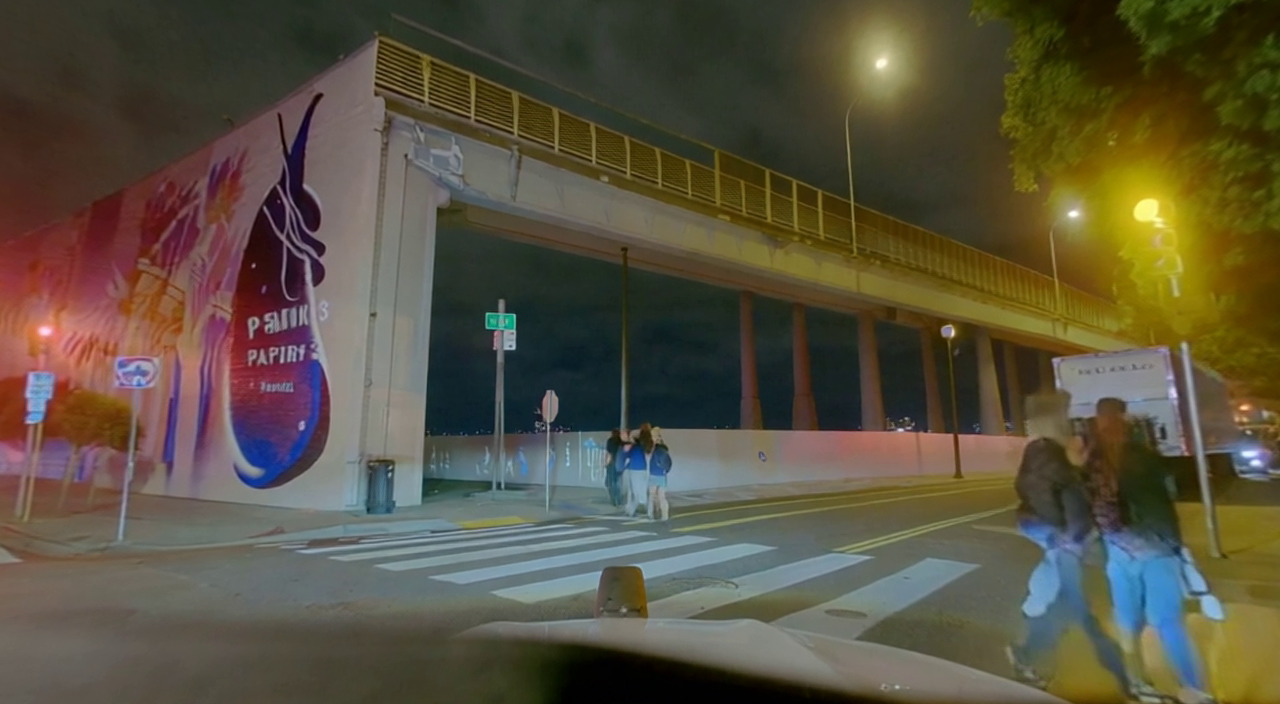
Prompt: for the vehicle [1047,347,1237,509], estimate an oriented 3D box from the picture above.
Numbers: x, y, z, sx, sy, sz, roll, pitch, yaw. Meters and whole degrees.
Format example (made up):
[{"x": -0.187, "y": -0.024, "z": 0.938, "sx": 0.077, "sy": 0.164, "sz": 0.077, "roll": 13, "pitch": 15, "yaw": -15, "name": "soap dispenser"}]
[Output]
[{"x": 15.799, "y": 2.419, "z": 19.399, "sx": 9.347, "sy": 3.893, "sz": 2.849, "roll": 7, "pitch": -11, "yaw": -42, "name": "vehicle"}]
